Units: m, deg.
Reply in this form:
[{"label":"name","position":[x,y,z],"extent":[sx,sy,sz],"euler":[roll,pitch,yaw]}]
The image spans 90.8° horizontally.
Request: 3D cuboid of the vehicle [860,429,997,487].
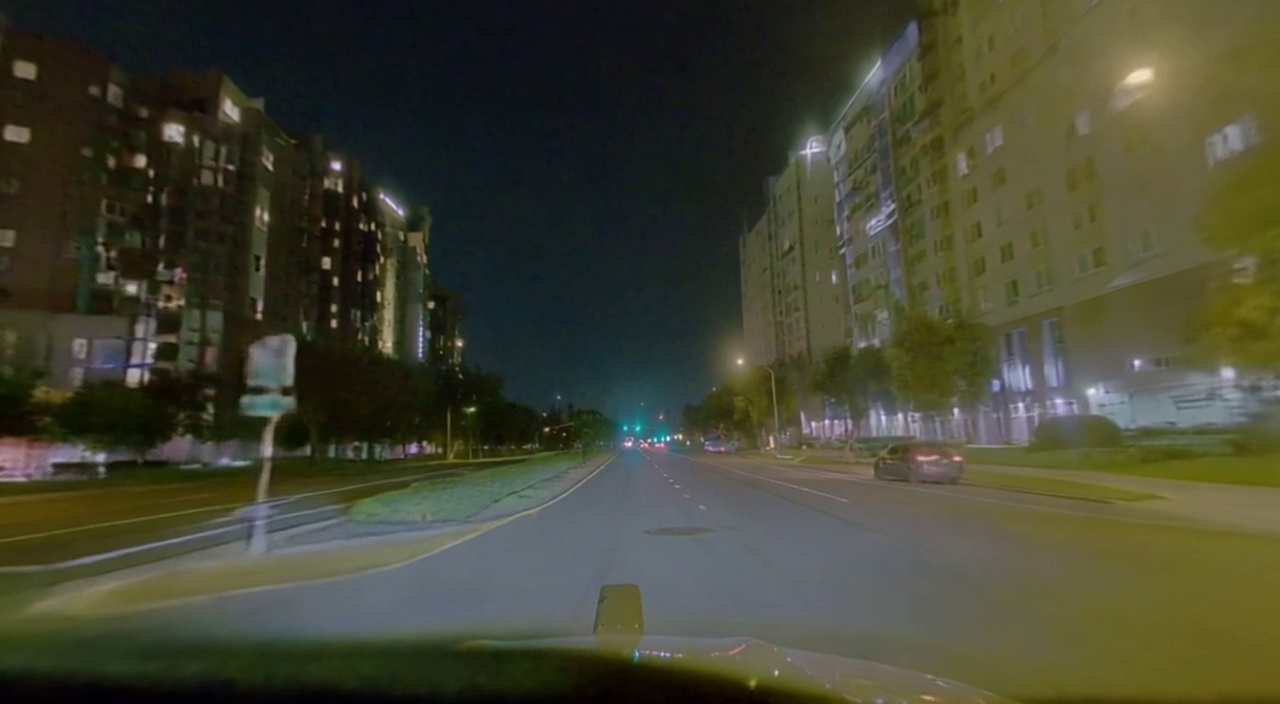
[{"label":"vehicle","position":[9.765,3.633,21.969],"extent":[2.065,1.732,5.036],"euler":[0,-8,-4]}]
